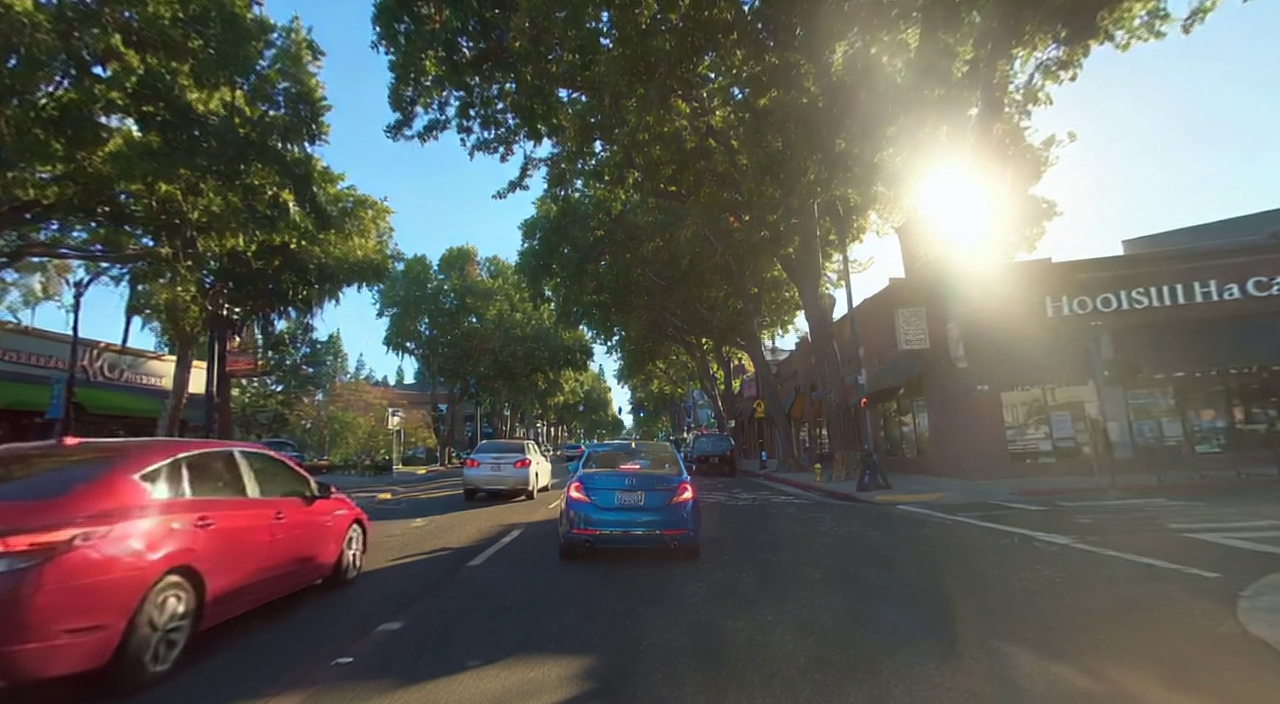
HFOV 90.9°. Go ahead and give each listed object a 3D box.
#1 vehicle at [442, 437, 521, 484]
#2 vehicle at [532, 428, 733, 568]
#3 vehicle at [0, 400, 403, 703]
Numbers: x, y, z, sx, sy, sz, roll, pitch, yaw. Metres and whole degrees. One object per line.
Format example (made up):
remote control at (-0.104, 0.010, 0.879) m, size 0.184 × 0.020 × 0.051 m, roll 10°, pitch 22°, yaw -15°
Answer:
vehicle at (-6.186, 4.266, 25.167) m, size 2.095 × 1.682 × 4.371 m, roll 0°, pitch -9°, yaw -1°
vehicle at (-0.087, 1.883, 8.863) m, size 2.160 × 1.482 × 4.037 m, roll 0°, pitch -9°, yaw 0°
vehicle at (-3.448, 1.228, 4.445) m, size 1.905 × 1.473 × 4.016 m, roll 0°, pitch -9°, yaw 1°
